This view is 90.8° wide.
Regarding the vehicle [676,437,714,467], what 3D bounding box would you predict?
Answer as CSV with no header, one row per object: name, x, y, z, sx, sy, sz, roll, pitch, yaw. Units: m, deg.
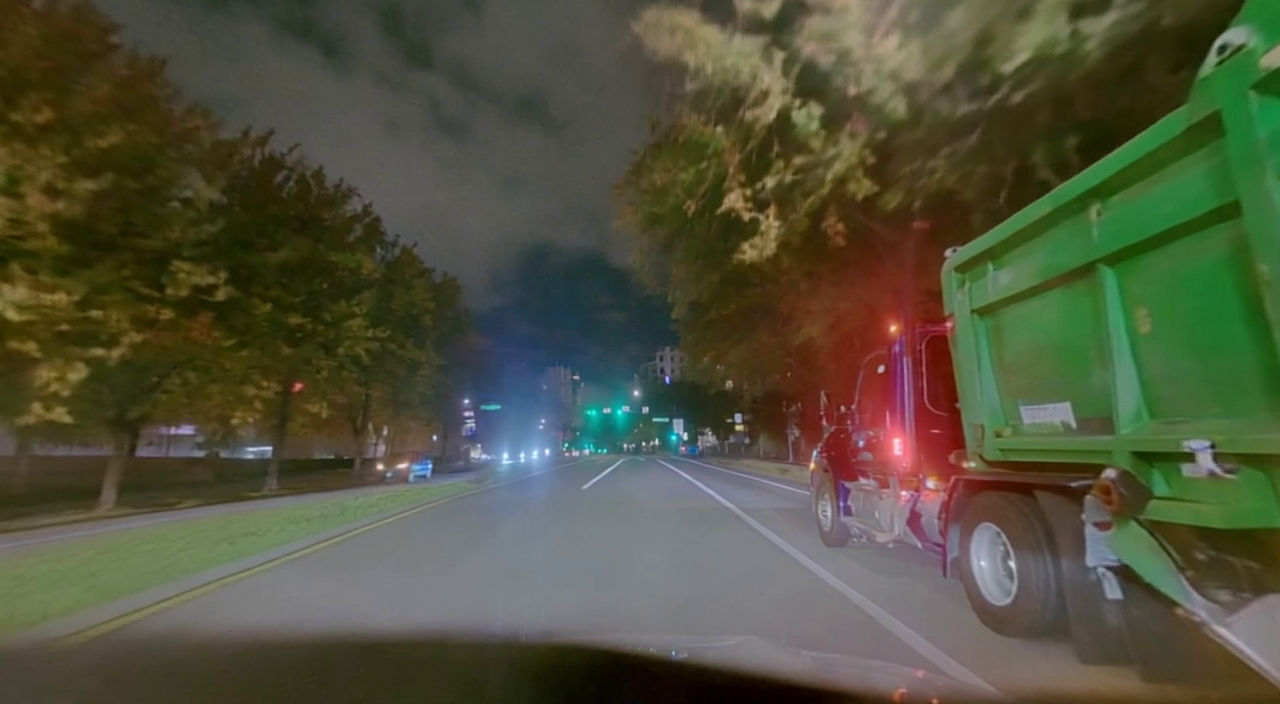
vehicle,3.731,6.899,43.724,2.099,1.936,4.575,0,-9,-1

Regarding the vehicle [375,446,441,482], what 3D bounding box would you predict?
vehicle,-13.652,6.568,37.499,2.140,1.961,4.641,0,-9,1

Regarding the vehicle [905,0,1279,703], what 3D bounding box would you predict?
vehicle,3.804,-0.242,0.376,2.731,3.407,10.262,0,-9,-1
